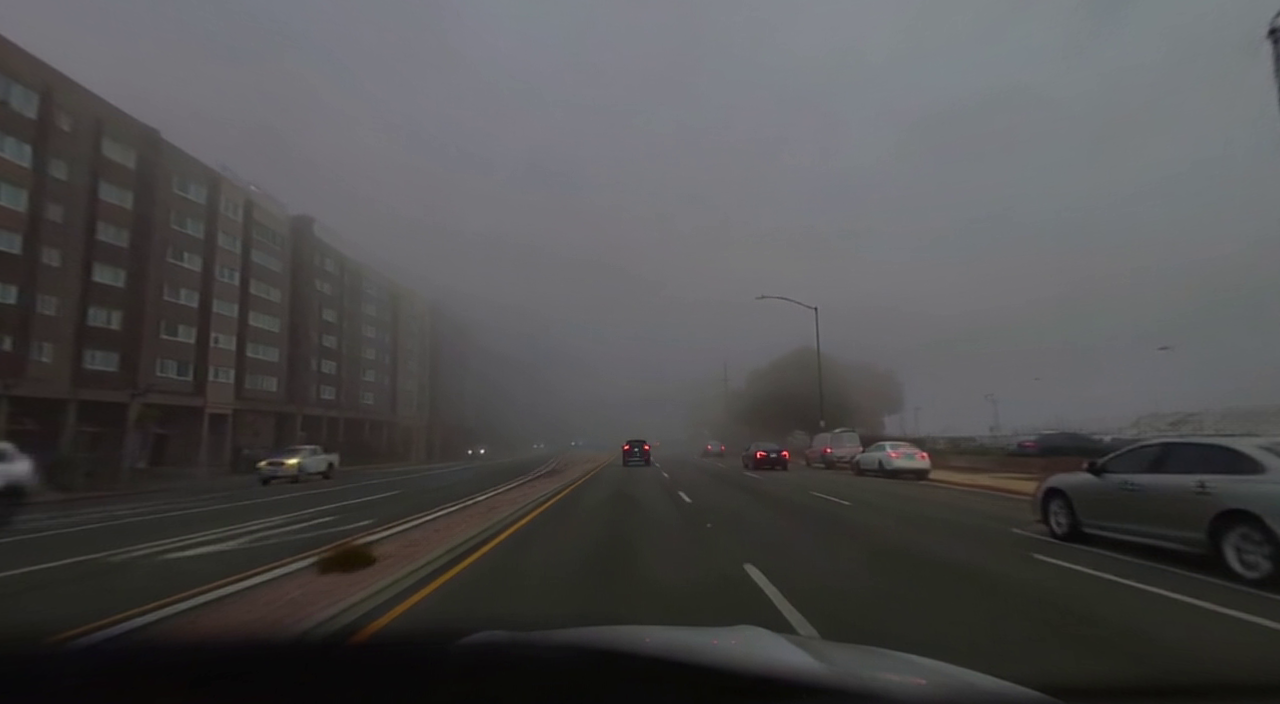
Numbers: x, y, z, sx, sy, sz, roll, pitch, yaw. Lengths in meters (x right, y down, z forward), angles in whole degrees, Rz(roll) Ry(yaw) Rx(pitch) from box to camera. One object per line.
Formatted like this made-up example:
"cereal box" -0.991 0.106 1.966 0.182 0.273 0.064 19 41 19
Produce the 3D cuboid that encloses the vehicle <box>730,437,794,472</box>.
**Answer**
"vehicle" 5.763 4.885 30.273 2.154 1.554 4.149 0 -8 -2

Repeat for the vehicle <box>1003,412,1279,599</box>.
"vehicle" 6.495 1.544 6.968 2.121 1.557 4.898 0 -8 1

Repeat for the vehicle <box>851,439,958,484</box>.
"vehicle" 9.968 4.145 24.156 2.089 1.508 4.323 -1 -8 -2

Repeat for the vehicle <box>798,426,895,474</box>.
"vehicle" 10.110 4.907 31.666 2.441 2.150 6.729 1 -8 -2

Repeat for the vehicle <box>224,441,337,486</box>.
"vehicle" -15.435 4.787 27.404 2.216 1.797 4.487 0 -8 0

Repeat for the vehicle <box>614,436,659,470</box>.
"vehicle" -0.168 5.034 31.459 2.106 1.553 3.964 0 -8 0
